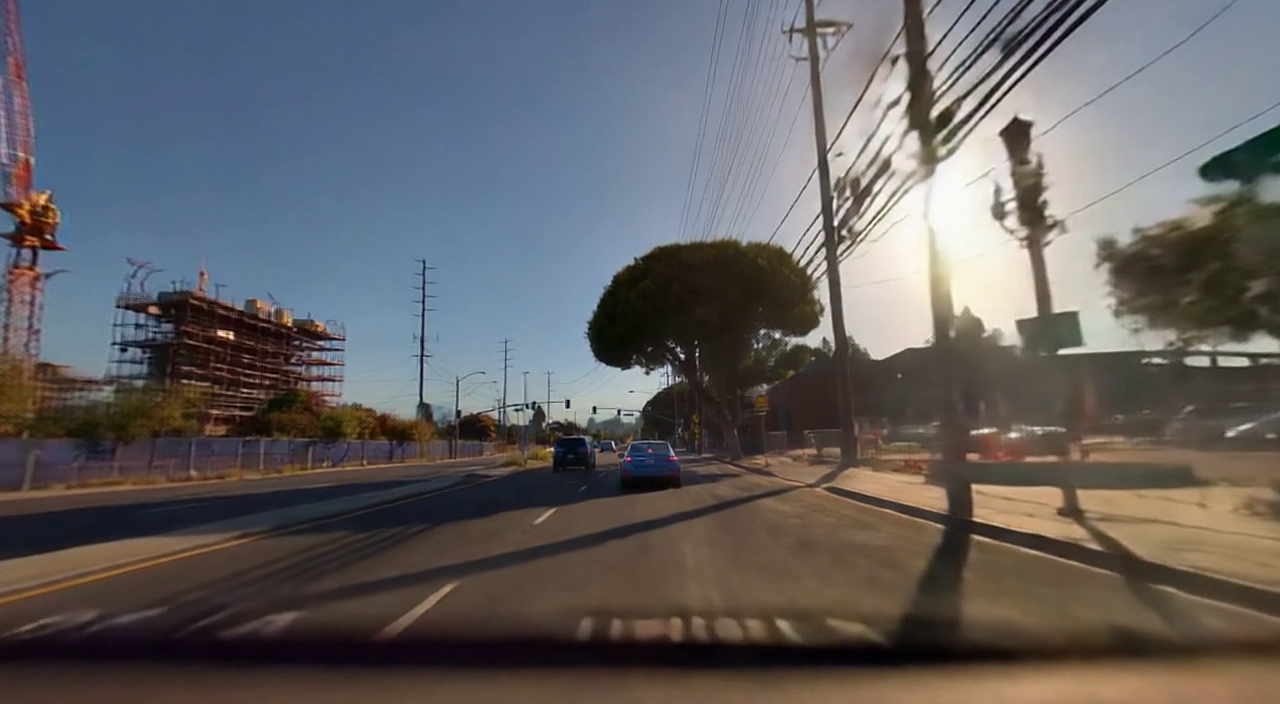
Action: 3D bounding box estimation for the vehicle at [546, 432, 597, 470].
[{"bbox_3d":[-3.488,5.141,32.805,2.078,1.804,4.387,0,-8,1],"label":"vehicle"}]

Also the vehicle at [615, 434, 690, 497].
[{"bbox_3d":[0.331,3.382,19.129,2.059,1.691,3.980,0,-8,0],"label":"vehicle"}]
